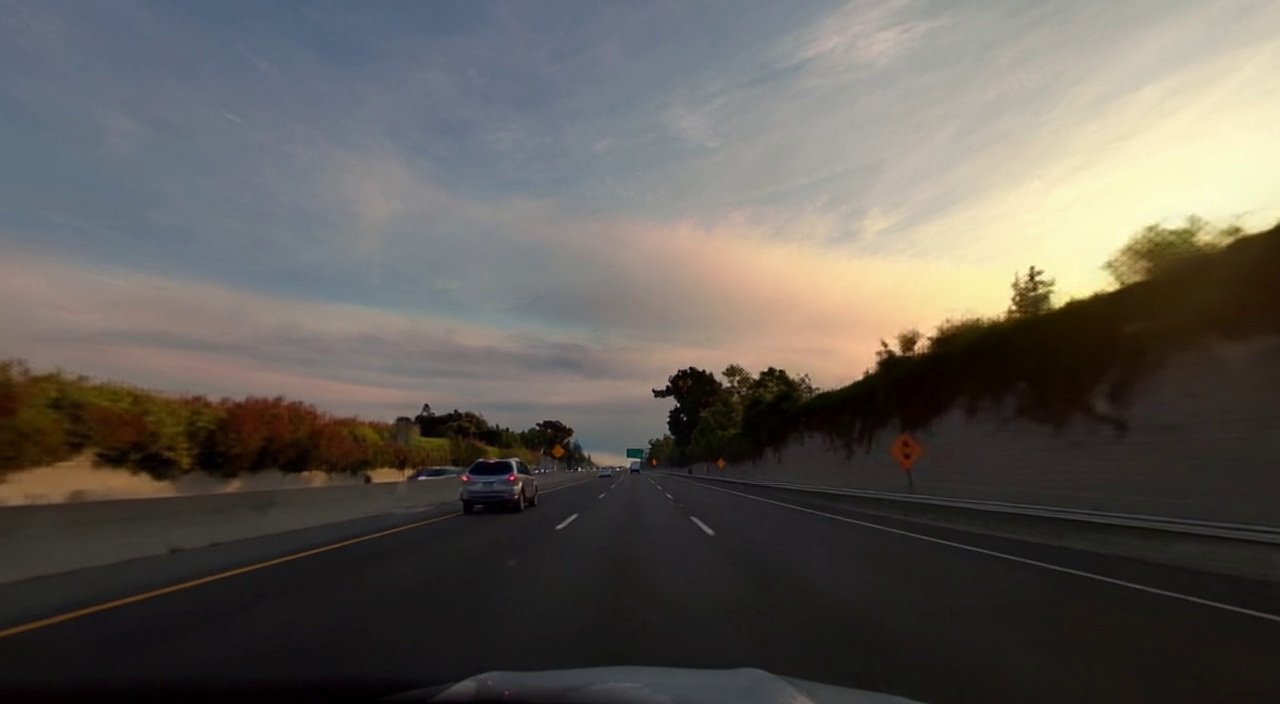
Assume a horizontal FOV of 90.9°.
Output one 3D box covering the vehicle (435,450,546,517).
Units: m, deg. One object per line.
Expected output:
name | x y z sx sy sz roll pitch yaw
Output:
vehicle | -4.347 3.959 19.238 2.178 1.736 4.847 1 -11 0
